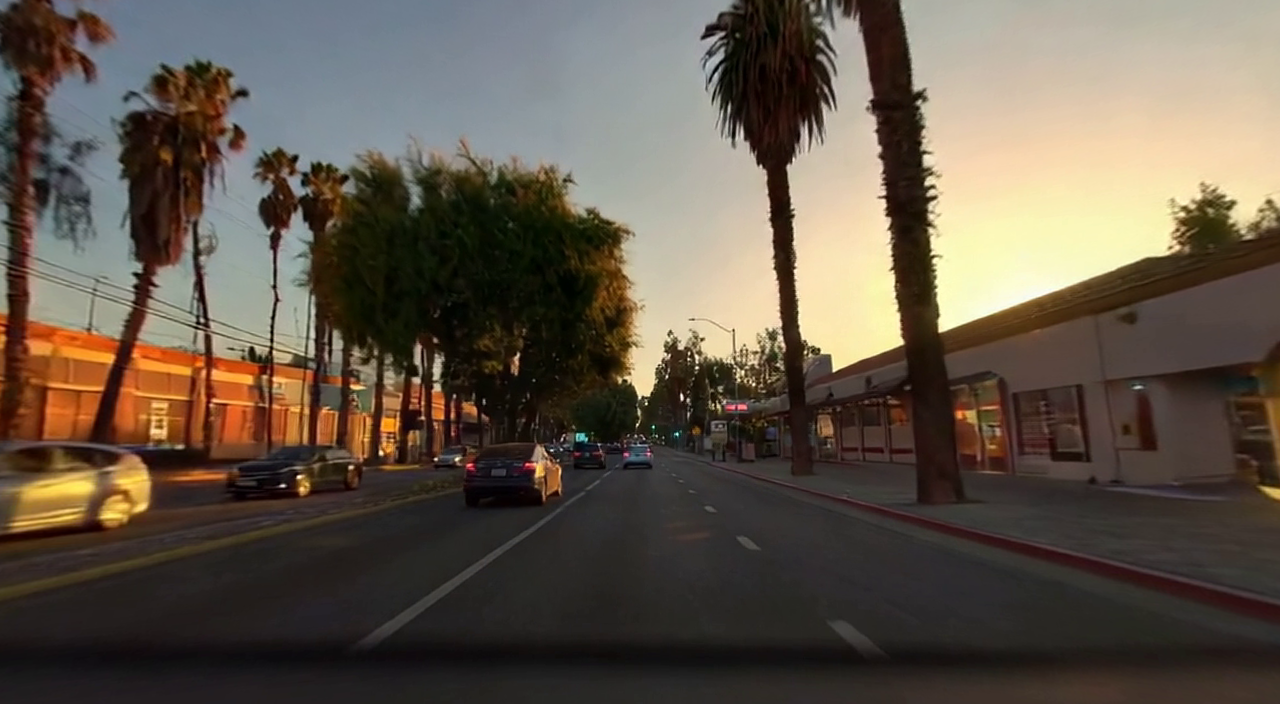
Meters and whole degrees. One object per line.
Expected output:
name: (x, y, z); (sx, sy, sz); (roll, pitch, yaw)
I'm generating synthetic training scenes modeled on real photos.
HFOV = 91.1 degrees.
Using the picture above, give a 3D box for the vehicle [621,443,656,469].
vehicle: (-0.097, 6.517, 39.485); (2.094, 1.496, 4.070); (0, -8, 0)

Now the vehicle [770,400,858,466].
vehicle: (10.008, 4.824, 37.119); (2.878, 3.388, 8.331); (-1, -8, 1)

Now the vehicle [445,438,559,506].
vehicle: (-3.391, 3.031, 16.386); (1.904, 1.513, 4.410); (0, -8, 1)

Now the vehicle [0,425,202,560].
vehicle: (-8.488, 1.874, 8.703); (1.893, 1.576, 4.075); (-2, -9, 0)

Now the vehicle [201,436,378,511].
vehicle: (-8.541, 2.971, 15.887); (1.928, 1.532, 4.533); (-2, -9, -1)

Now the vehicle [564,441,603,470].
vehicle: (-3.340, 6.211, 37.996); (1.979, 1.634, 3.957); (0, -8, 0)
